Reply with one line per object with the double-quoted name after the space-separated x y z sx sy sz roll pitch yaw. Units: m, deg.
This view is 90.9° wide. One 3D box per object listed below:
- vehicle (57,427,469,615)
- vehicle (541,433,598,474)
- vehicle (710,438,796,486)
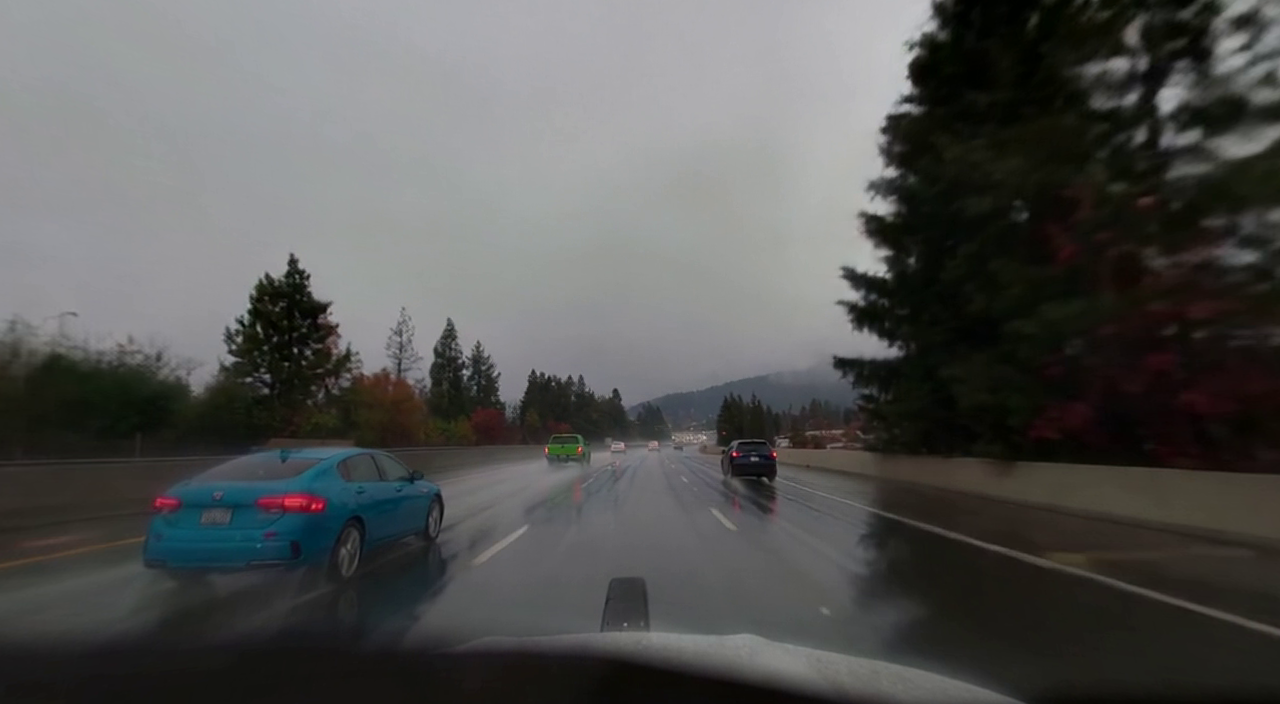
-3.625 1.677 7.308 1.948 1.475 4.461 0 -8 1 "vehicle"
-3.369 4.982 31.079 2.122 1.847 4.696 0 -8 2 "vehicle"
3.751 3.761 21.841 2.100 1.472 4.533 0 -8 -1 "vehicle"
